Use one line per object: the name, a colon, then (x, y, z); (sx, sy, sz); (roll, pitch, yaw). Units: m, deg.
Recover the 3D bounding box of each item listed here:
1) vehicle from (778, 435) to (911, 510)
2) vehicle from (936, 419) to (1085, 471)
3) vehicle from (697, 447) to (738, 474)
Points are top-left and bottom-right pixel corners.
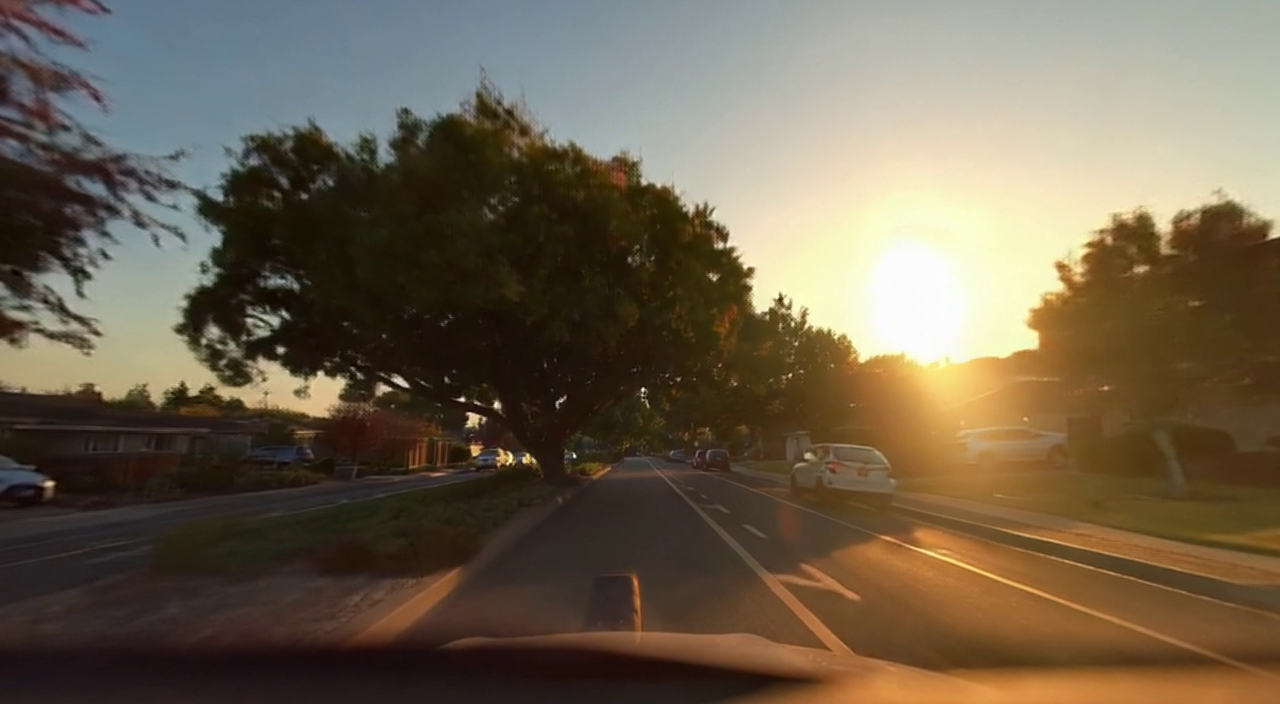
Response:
vehicle: (5.148, 3.073, 16.632); (2.001, 1.693, 4.311); (0, -8, 0)
vehicle: (15.878, 4.028, 27.318); (4.921, 2.117, 2.249); (-1, -8, 3)
vehicle: (4.789, 6.758, 39.689); (1.900, 1.608, 5.037); (0, -8, -1)
